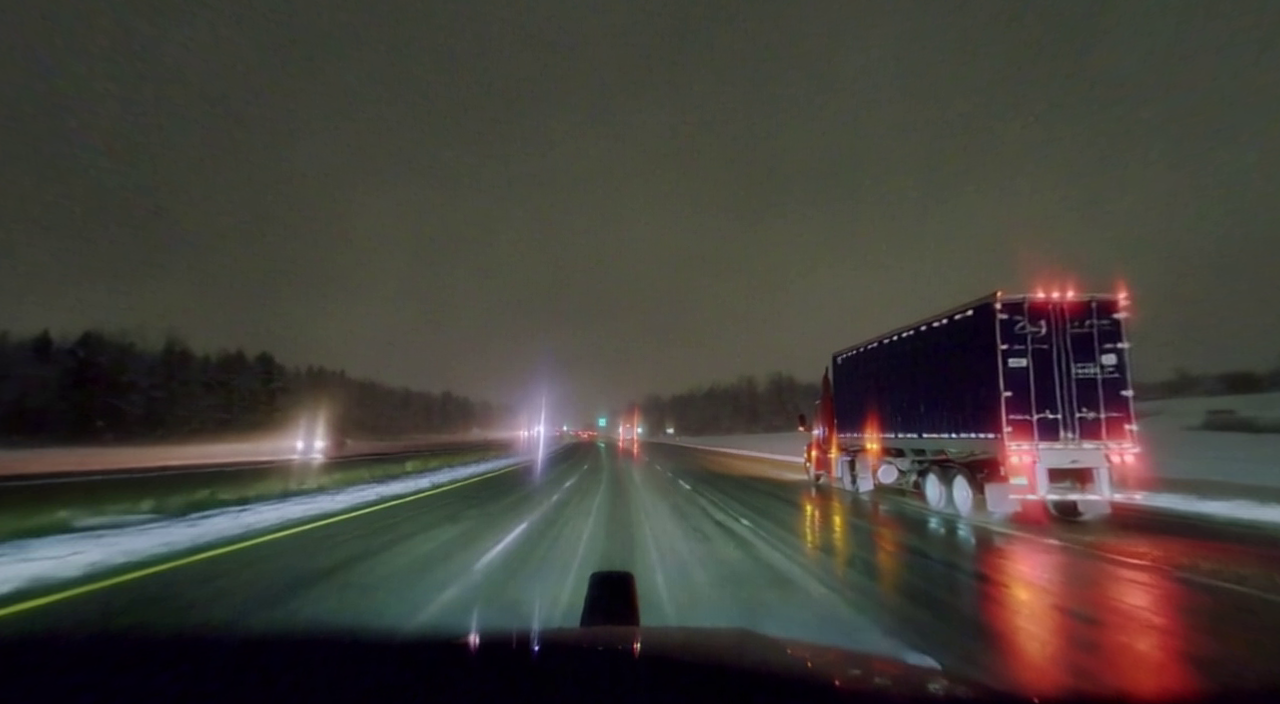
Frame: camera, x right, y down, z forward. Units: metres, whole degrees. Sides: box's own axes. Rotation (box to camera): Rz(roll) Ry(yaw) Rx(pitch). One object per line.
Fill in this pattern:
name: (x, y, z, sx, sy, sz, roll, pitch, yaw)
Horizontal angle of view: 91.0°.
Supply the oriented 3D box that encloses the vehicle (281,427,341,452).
vehicle: (-21.103, 5.662, 40.555, 1.792, 1.491, 4.159, 0, -8, -3)
